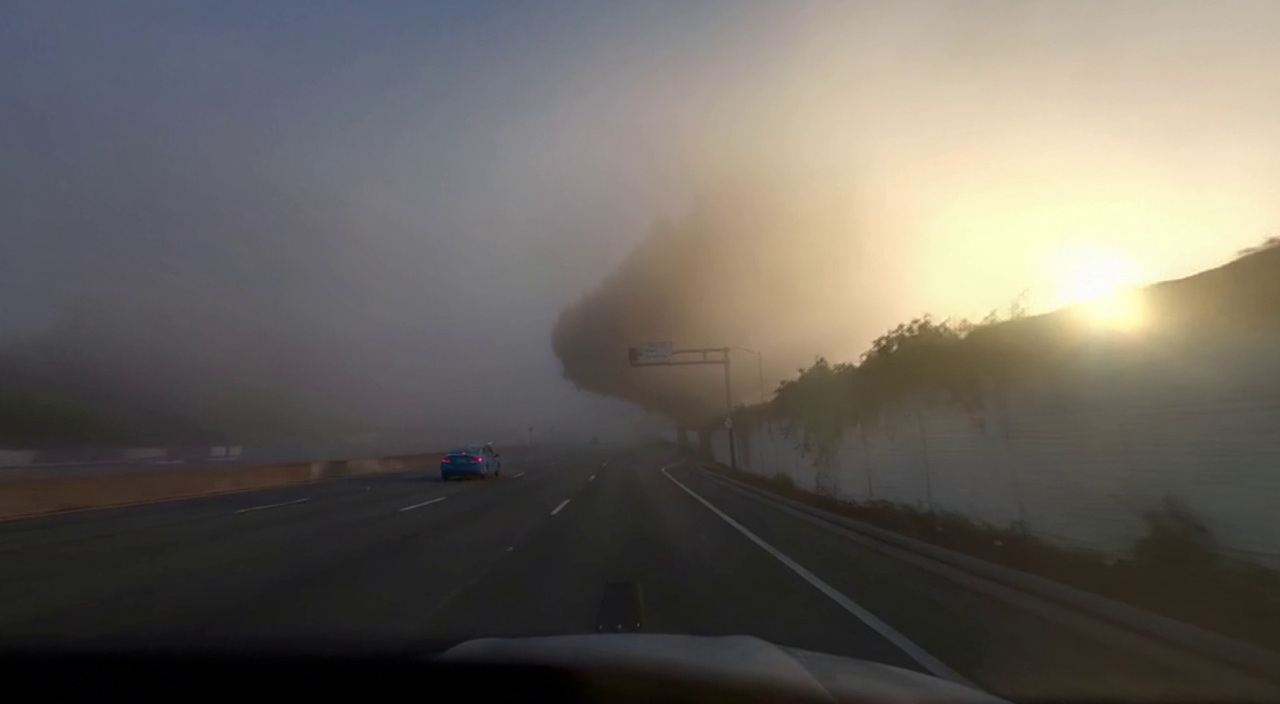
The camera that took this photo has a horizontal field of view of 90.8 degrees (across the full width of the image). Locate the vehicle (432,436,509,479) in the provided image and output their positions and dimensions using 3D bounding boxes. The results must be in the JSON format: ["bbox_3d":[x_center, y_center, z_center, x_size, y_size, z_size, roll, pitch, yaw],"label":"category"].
[{"bbox_3d":[-7.351,4.638,27.976,2.115,1.711,4.722,0,-9,0],"label":"vehicle"}]
